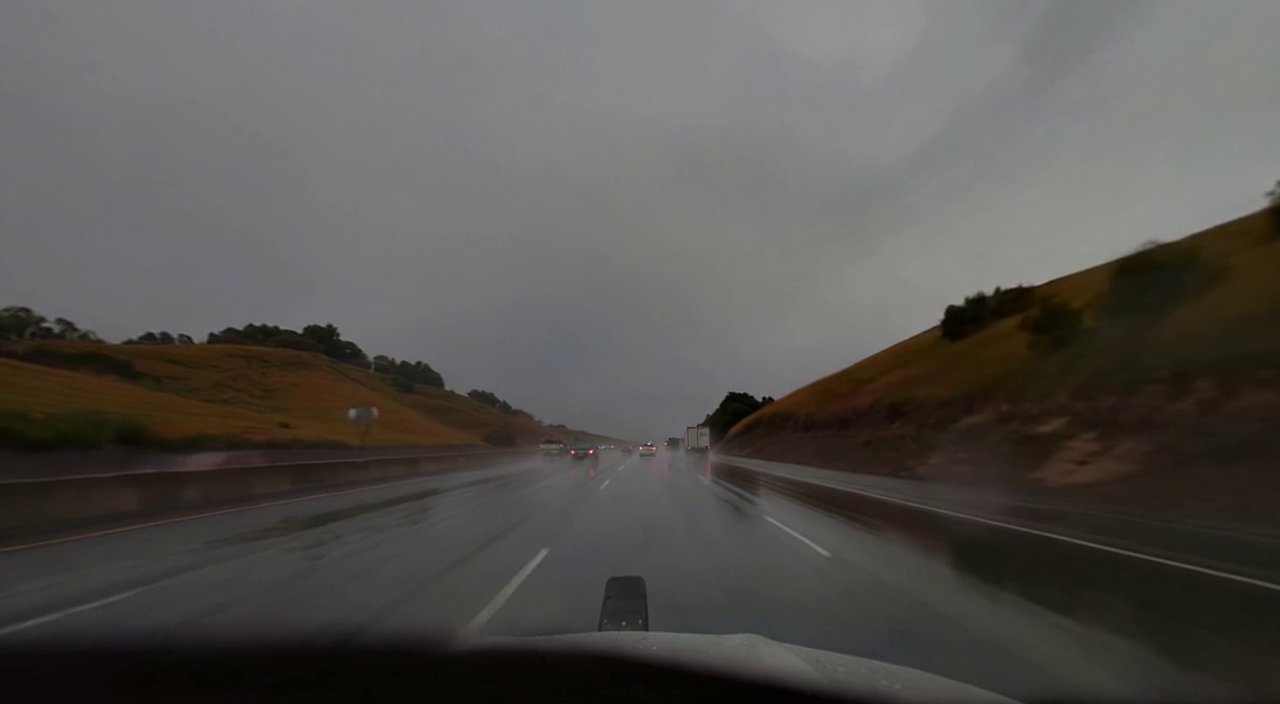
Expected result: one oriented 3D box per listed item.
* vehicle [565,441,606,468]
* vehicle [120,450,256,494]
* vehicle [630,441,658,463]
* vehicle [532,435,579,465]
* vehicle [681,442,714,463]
[{"bbox_3d":[-3.312,6.313,38.926,2.091,1.552,4.516,0,-8,0],"label":"vehicle"},{"bbox_3d":[-17.095,4.510,24.177,1.818,1.460,4.527,0,-8,1],"label":"vehicle"},{"bbox_3d":[0.265,7.554,47.650,2.031,1.566,3.904,0,-8,0],"label":"vehicle"},{"bbox_3d":[-6.245,7.282,47.242,2.589,2.063,6.206,0,-8,1],"label":"vehicle"},{"bbox_3d":[4.341,7.625,47.973,2.027,1.525,4.348,0,-8,-1],"label":"vehicle"}]
